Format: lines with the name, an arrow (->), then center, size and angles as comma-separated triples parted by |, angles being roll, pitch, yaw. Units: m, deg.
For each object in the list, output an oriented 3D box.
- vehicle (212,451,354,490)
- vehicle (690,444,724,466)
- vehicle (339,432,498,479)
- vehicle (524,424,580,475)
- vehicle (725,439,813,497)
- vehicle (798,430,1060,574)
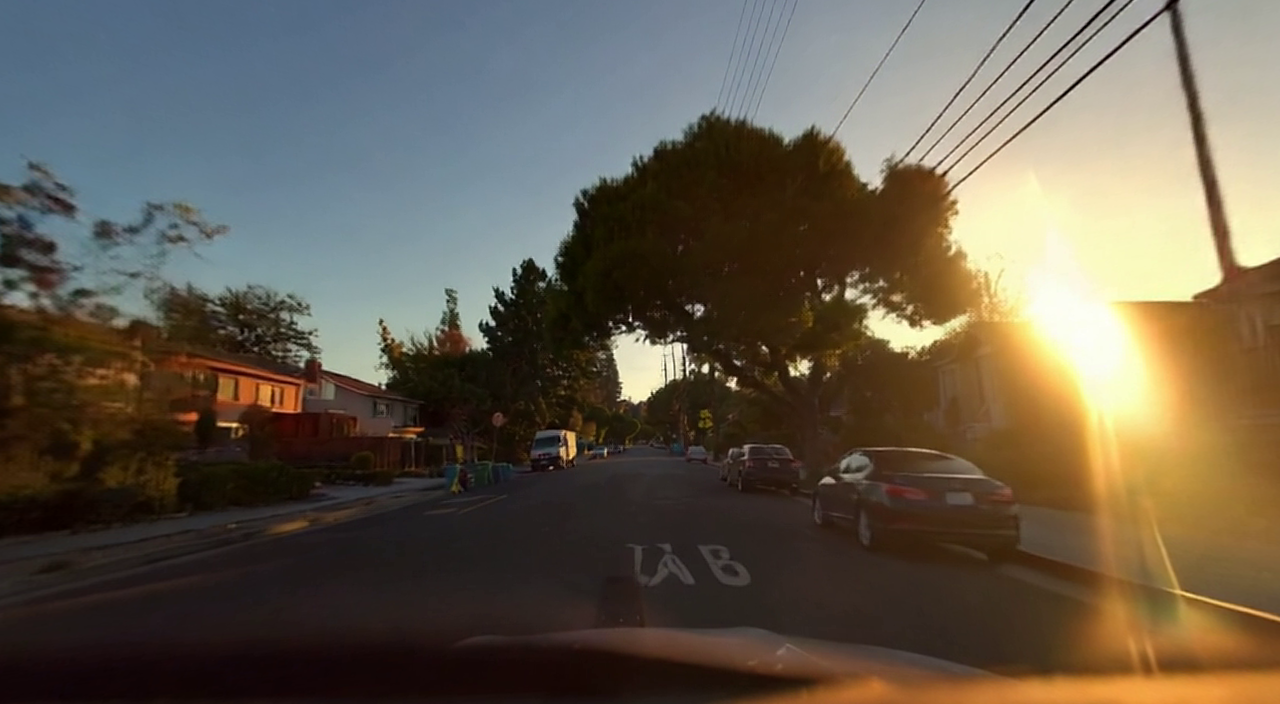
vehicle -> -14.500, 4.809, 25.866 | 4.565, 1.489, 1.950 | 0, -9, -1
vehicle -> 4.873, 7.593, 46.630 | 2.016, 1.544, 4.645 | 0, -9, 0
vehicle -> -10.300, 4.876, 29.838 | 6.540, 2.079, 2.565 | 0, -9, 2
vehicle -> -5.467, 6.192, 40.192 | 2.313, 2.875, 6.057 | -3, -9, 3
vehicle -> 3.843, 3.528, 19.683 | 1.970, 1.530, 4.899 | 0, -9, 3
vehicle -> 3.592, 1.903, 8.825 | 1.903, 1.500, 4.057 | 0, -9, 3
